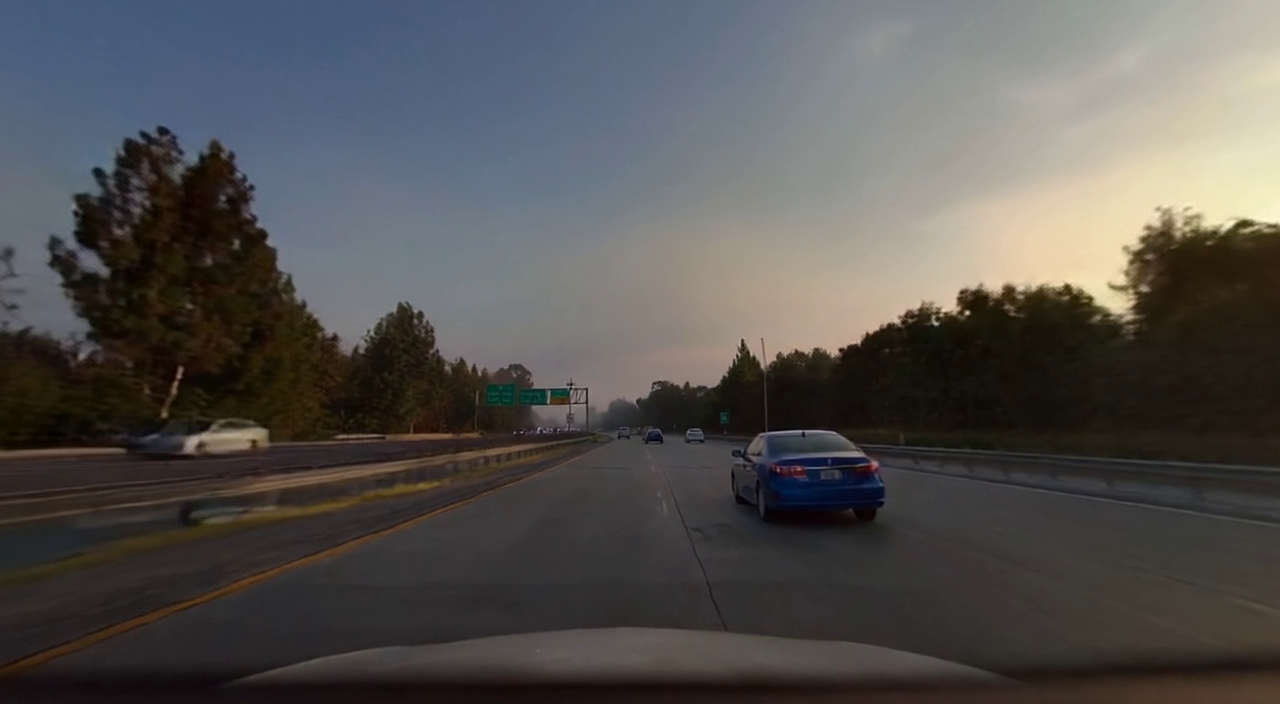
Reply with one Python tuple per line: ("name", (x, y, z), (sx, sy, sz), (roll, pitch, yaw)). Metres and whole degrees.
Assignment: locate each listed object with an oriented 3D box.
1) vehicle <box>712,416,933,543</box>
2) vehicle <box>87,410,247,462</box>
("vehicle", (2.338, 1.742, 9.379), (1.977, 1.443, 4.225), (0, -8, -1))
("vehicle", (-15.757, 2.839, 21.353), (2.012, 1.579, 4.363), (0, -8, 1))
